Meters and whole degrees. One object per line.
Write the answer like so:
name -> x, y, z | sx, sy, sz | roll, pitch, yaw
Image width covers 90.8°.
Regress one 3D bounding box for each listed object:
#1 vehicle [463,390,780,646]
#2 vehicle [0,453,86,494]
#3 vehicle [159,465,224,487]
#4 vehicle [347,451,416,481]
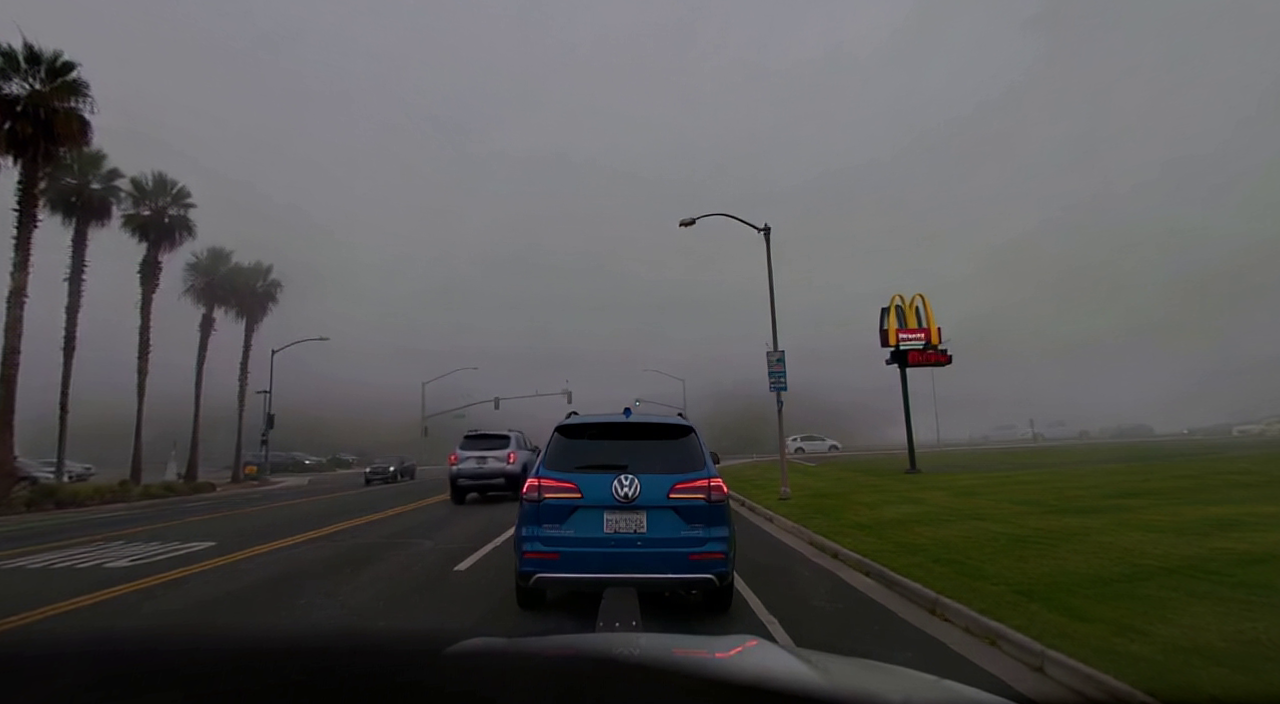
vehicle -> -0.142, 1.417, 6.325 | 2.137, 1.728, 3.926 | 0, -9, -1
vehicle -> -28.119, 5.416, 28.206 | 4.584, 1.714, 2.186 | 4, -10, -27
vehicle -> -33.313, 9.216, 47.033 | 1.792, 1.439, 3.952 | -1, -9, 3
vehicle -> -15.025, 6.636, 36.991 | 2.069, 1.617, 4.613 | 0, -9, 0
